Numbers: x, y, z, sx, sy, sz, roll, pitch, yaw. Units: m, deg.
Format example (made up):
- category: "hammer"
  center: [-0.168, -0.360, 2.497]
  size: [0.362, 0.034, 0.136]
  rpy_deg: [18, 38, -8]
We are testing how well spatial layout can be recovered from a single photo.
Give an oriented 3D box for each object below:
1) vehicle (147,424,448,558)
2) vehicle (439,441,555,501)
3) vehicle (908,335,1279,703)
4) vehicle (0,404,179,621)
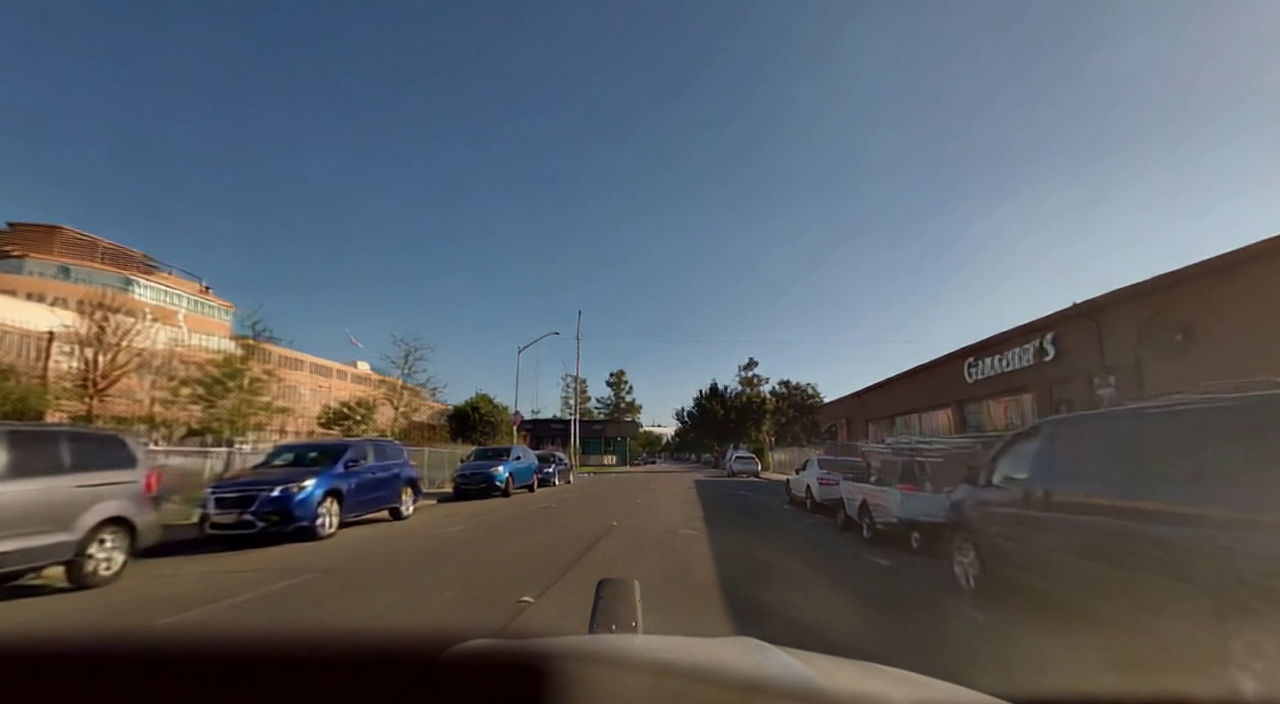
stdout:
- category: "vehicle"
  center: [-5.964, 2.476, 12.254]
  size: [2.304, 1.937, 5.720]
  rpy_deg: [-1, -9, 4]
- category: "vehicle"
  center: [-5.044, 4.299, 23.397]
  size: [2.504, 1.919, 5.658]
  rpy_deg: [-1, -9, 6]
- category: "vehicle"
  center: [4.387, 1.230, 4.887]
  size: [2.327, 2.021, 5.850]
  rpy_deg: [1, -8, 3]
- category: "vehicle"
  center: [-6.613, 1.411, 5.529]
  size: [1.857, 1.908, 4.081]
  rpy_deg: [-1, -9, 3]
